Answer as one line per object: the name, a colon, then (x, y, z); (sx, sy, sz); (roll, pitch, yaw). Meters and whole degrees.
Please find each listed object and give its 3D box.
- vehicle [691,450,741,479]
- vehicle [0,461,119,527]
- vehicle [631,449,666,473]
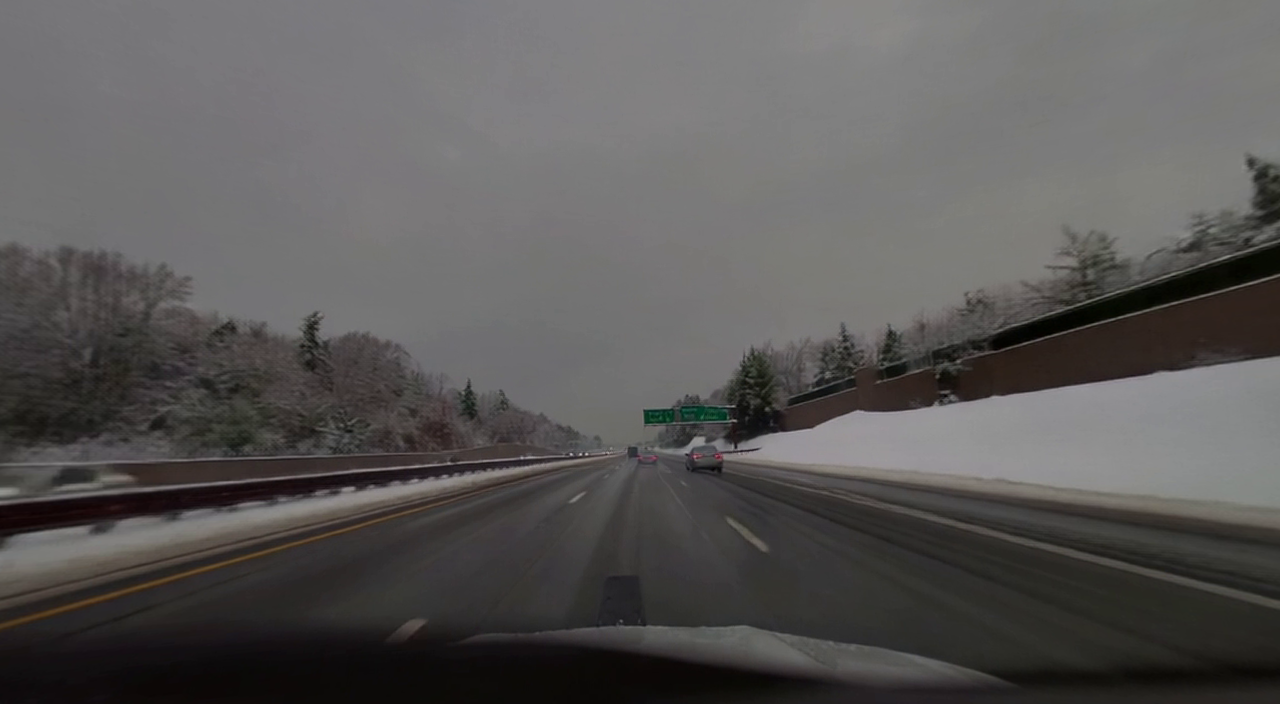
vehicle: (3.632, 5.434, 30.672); (1.883, 1.320, 3.386); (0, -9, -2)
vehicle: (-16.109, 3.563, 15.932); (1.919, 1.473, 4.498); (-1, -9, 1)
vehicle: (0.490, 6.803, 39.377); (2.065, 1.400, 4.028); (0, -9, 0)
